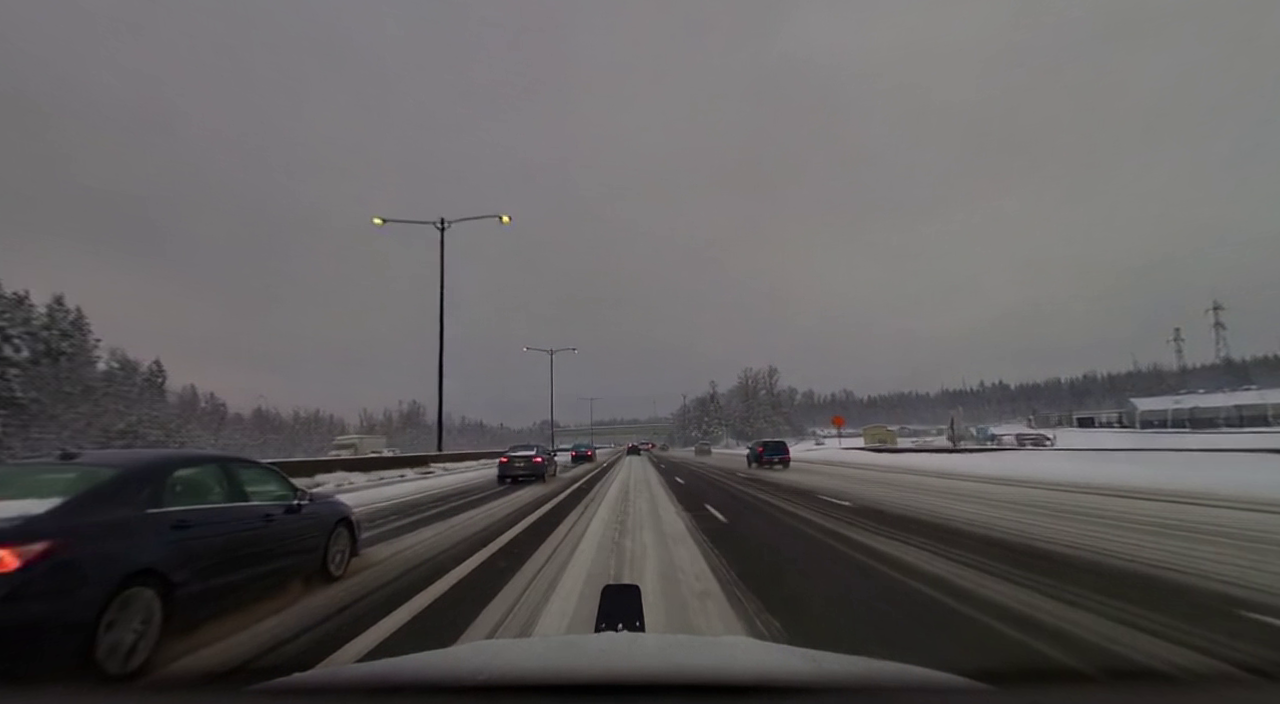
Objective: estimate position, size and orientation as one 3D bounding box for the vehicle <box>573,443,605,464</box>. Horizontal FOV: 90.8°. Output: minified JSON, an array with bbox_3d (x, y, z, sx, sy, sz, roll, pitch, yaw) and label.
[{"bbox_3d":[-3.823,7.692,48.045,2.078,1.464,4.093,0,-9,0],"label":"vehicle"}]

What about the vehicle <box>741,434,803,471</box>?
[{"bbox_3d":[6.820,5.260,33.202,2.147,1.769,4.666,0,-9,-1],"label":"vehicle"}]

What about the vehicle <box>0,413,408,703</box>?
[{"bbox_3d":[-3.484,1.276,4.534,1.959,1.433,4.291,0,-9,1],"label":"vehicle"}]

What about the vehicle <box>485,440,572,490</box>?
[{"bbox_3d":[-3.633,3.775,21.438,2.047,1.469,4.614,0,-9,1],"label":"vehicle"}]
